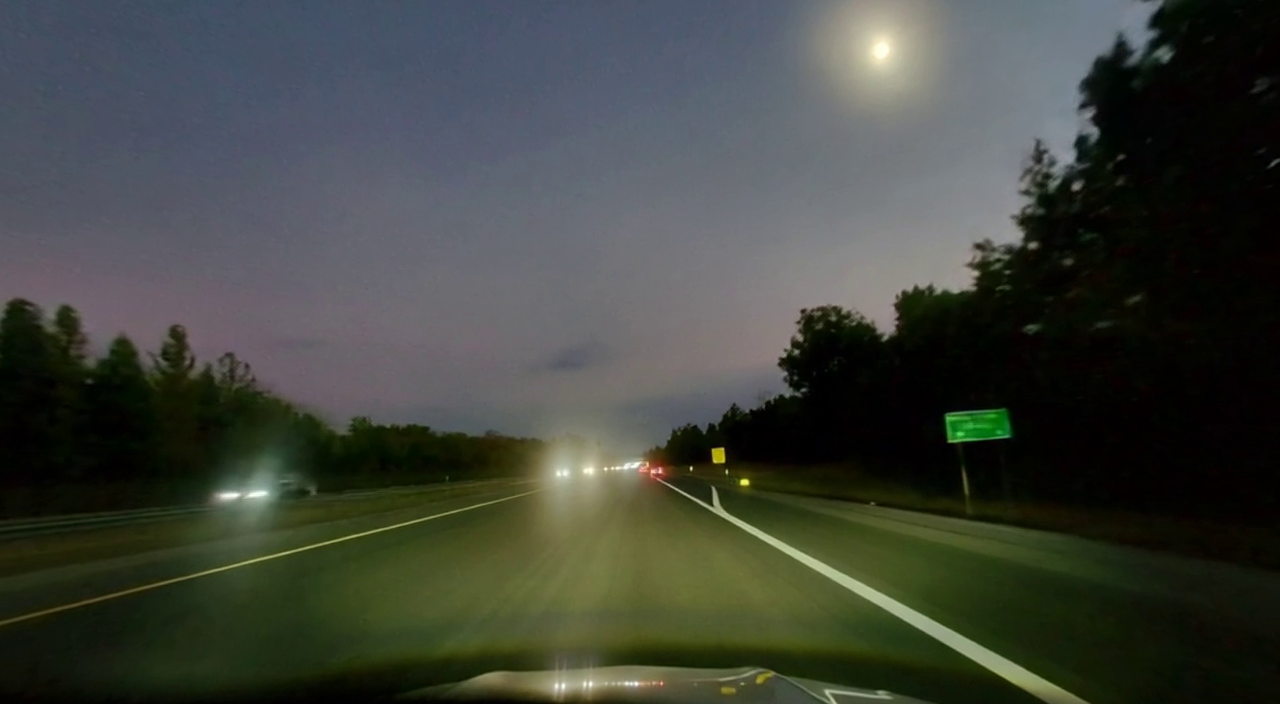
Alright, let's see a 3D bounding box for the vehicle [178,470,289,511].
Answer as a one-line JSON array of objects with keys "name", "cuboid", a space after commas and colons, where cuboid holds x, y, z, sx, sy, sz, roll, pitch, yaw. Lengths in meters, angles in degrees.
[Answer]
[{"name": "vehicle", "cuboid": [-16.114, 5.485, 25.239, 1.725, 1.427, 3.999, 1, -10, 0]}]
